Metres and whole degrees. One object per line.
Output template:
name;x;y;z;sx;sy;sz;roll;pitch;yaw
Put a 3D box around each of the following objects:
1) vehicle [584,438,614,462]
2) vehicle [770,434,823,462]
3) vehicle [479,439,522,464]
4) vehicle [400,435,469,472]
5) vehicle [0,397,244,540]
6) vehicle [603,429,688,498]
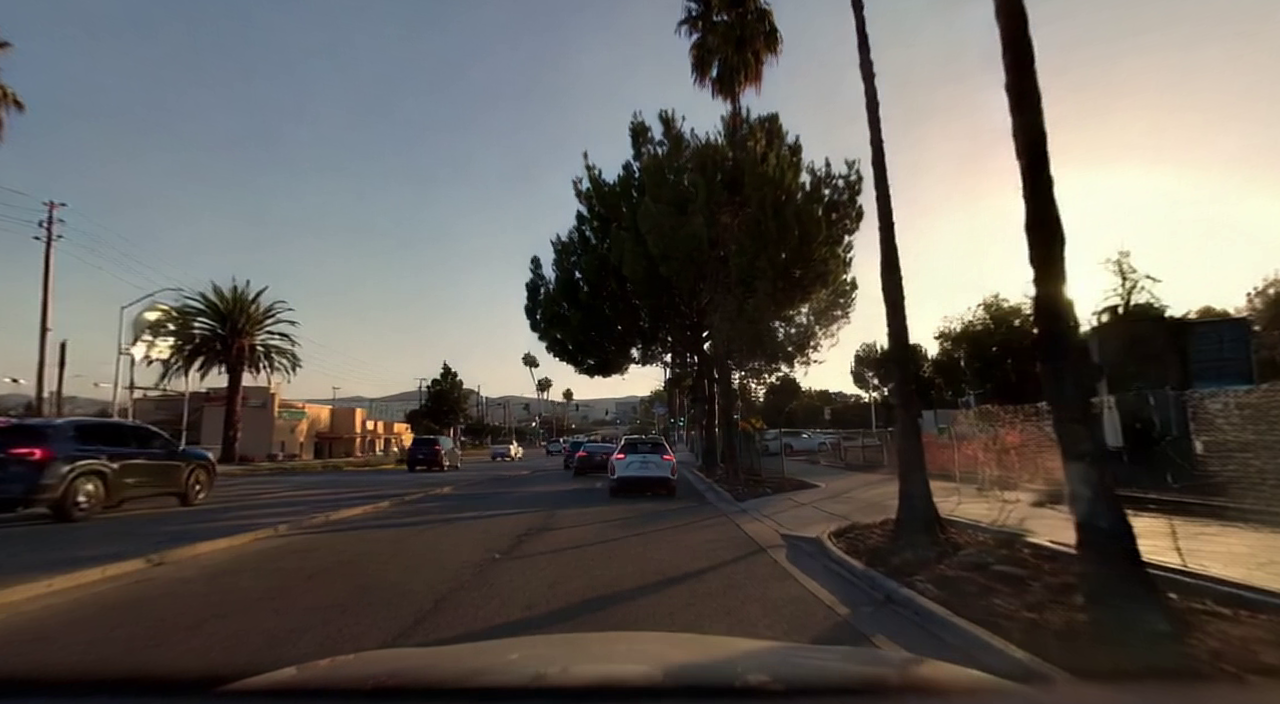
vehicle;-3.191;7.791;49.941;2.077;1.832;4.706;0;-8;0
vehicle;8.421;5.119;33.553;1.837;1.416;3.947;-4;-9;27
vehicle;-10.345;7.449;46.991;1.998;1.731;4.952;0;-8;1
vehicle;-10.417;5.194;32.195;1.965;1.743;4.327;0;-8;1
vehicle;-9.902;1.966;11.103;2.269;1.934;5.350;0;-8;0
vehicle;0.182;3.076;17.695;2.121;1.710;3.893;0;-8;1
